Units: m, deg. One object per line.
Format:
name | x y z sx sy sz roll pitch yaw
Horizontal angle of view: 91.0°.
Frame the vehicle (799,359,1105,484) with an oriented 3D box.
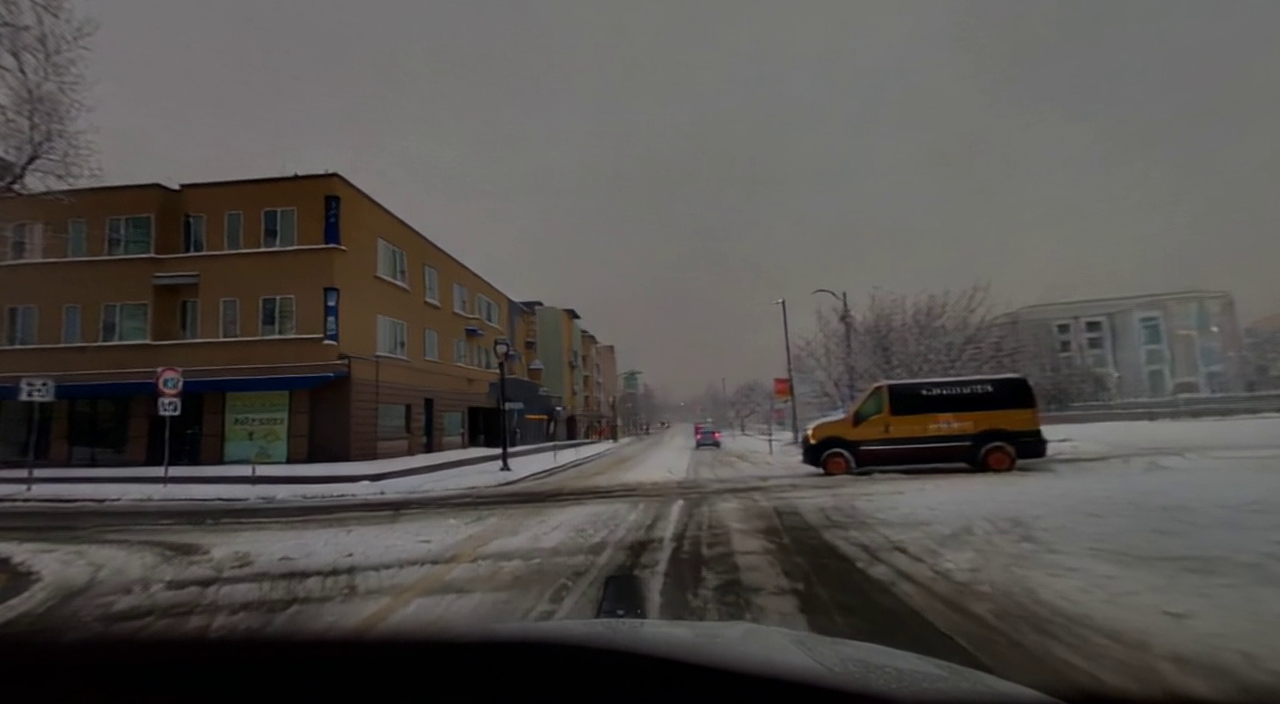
vehicle | 7.320 1.768 15.400 6.221 2.498 2.239 -7 -10 39
